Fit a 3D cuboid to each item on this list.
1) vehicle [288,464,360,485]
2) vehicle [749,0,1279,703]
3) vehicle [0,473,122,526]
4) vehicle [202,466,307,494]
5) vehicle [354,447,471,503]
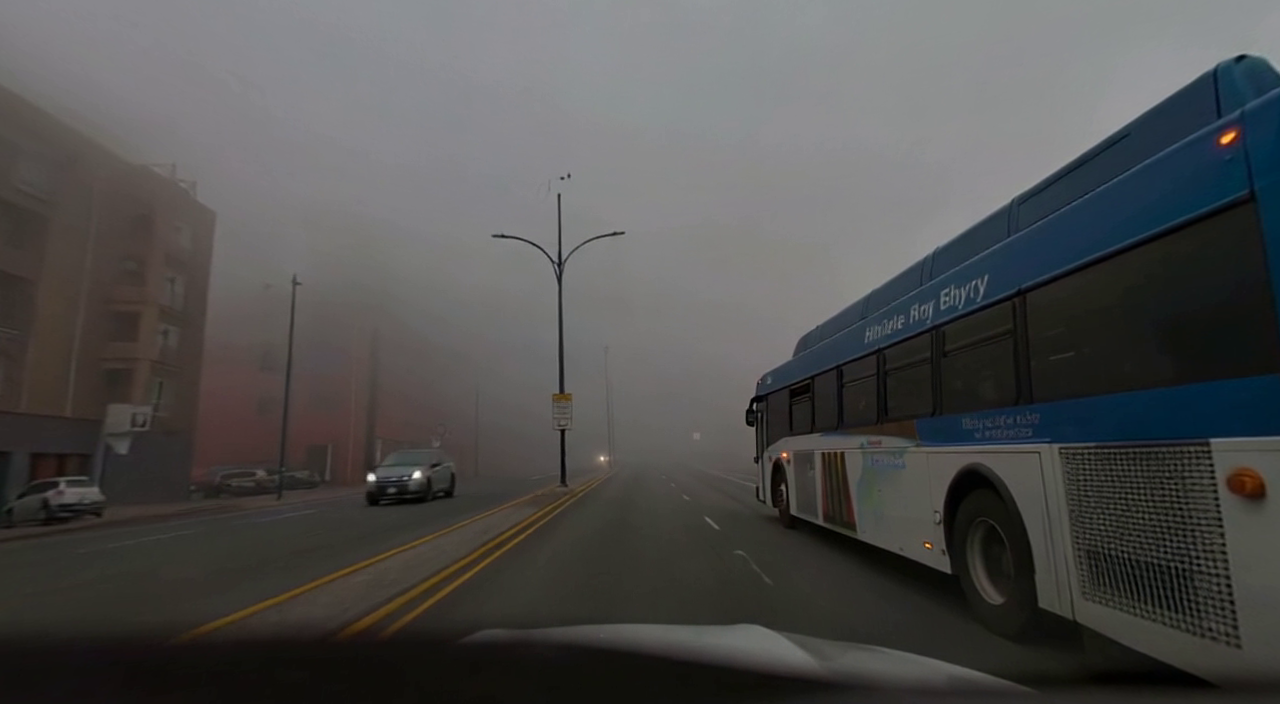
[{"bbox_3d":[-23.216,9.002,46.494,4.290,1.506,1.829,0,-9,1],"label":"vehicle"},{"bbox_3d":[3.913,0.679,6.598,3.194,3.345,12.428,0,-8,-1],"label":"vehicle"},{"bbox_3d":[-19.527,4.647,20.087,4.409,1.508,1.803,0,-9,-2],"label":"vehicle"},{"bbox_3d":[-21.958,7.289,36.129,4.708,1.488,1.868,0,-9,-1],"label":"vehicle"},{"bbox_3d":[-8.417,4.576,24.151,2.315,1.841,5.648,0,-8,1],"label":"vehicle"}]
